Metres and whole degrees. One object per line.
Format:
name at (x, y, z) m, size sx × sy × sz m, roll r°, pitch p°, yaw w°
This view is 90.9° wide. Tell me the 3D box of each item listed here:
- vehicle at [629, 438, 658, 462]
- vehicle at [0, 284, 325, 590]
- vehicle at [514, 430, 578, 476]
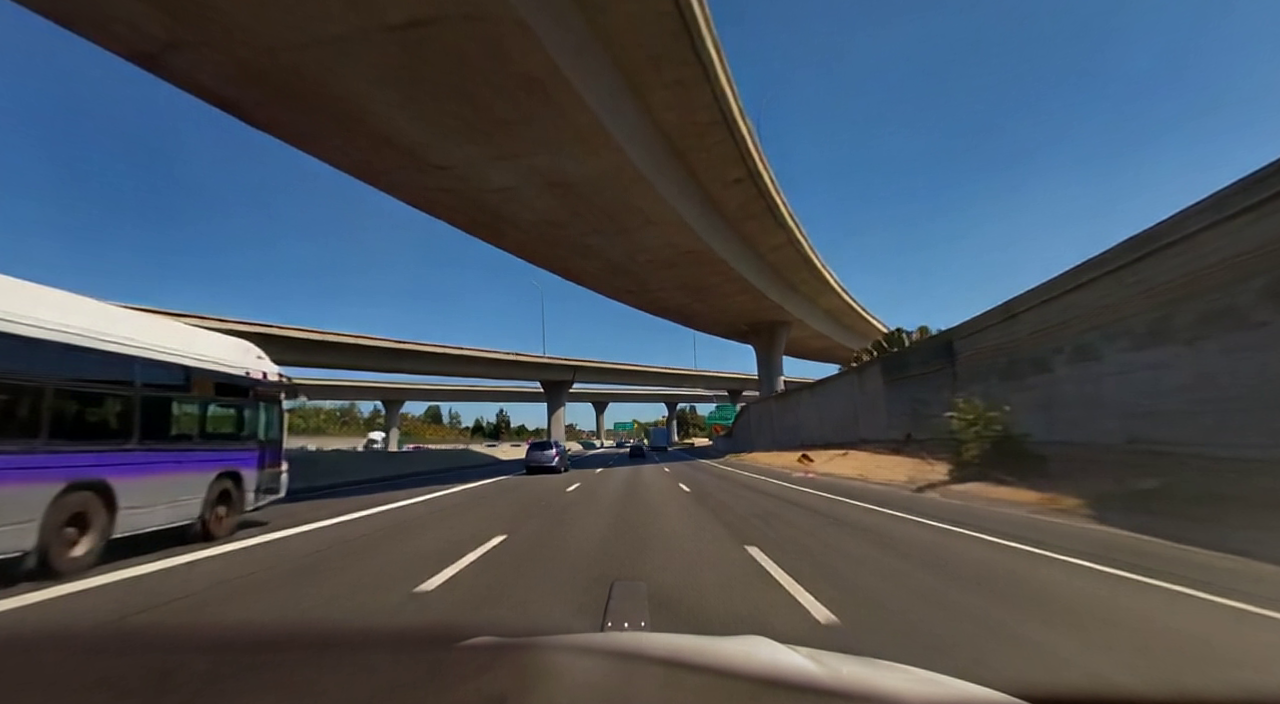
vehicle at (0.240, 7.276, 46.958) m, size 2.052 × 1.711 × 4.223 m, roll 0°, pitch -8°, yaw -1°
vehicle at (-7.532, 1.109, 8.022) m, size 2.872 × 2.890 × 7.923 m, roll 0°, pitch -8°, yaw 0°
vehicle at (-4.175, 4.576, 28.758) m, size 2.147 × 1.918 × 4.834 m, roll 0°, pitch -8°, yaw 0°
